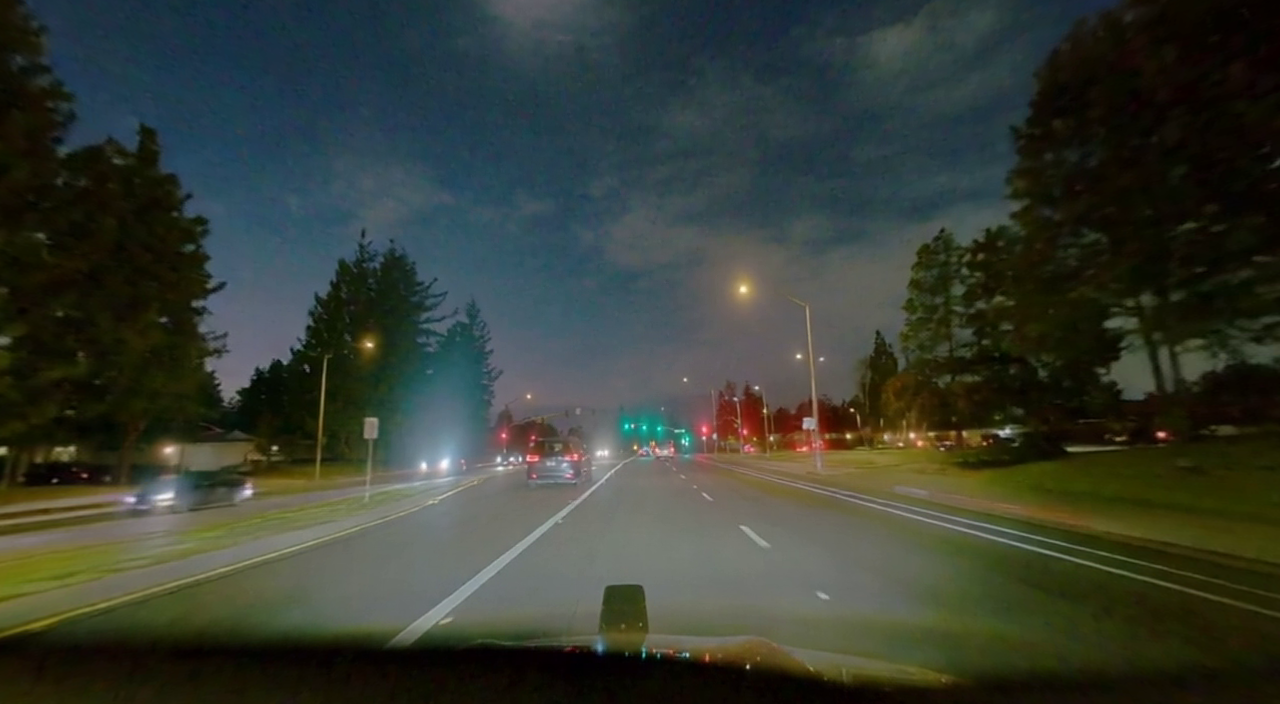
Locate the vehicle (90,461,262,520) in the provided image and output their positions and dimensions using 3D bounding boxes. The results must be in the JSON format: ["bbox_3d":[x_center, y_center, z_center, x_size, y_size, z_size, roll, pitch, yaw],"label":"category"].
[{"bbox_3d":[-14.757,4.404,20.509,1.981,1.503,4.796,-1,-8,0],"label":"vehicle"}]

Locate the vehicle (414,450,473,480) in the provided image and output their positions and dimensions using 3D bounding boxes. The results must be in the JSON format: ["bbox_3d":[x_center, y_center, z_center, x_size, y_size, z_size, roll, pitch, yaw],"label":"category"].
[{"bbox_3d":[-11.633,6.694,37.673,2.061,1.631,4.502,-1,-8,0],"label":"vehicle"}]

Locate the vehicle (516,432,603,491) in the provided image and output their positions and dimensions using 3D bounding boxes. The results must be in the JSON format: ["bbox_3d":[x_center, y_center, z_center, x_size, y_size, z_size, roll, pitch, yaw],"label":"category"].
[{"bbox_3d":[-2.720,3.880,22.792,2.459,1.825,5.380,0,-8,0],"label":"vehicle"}]
